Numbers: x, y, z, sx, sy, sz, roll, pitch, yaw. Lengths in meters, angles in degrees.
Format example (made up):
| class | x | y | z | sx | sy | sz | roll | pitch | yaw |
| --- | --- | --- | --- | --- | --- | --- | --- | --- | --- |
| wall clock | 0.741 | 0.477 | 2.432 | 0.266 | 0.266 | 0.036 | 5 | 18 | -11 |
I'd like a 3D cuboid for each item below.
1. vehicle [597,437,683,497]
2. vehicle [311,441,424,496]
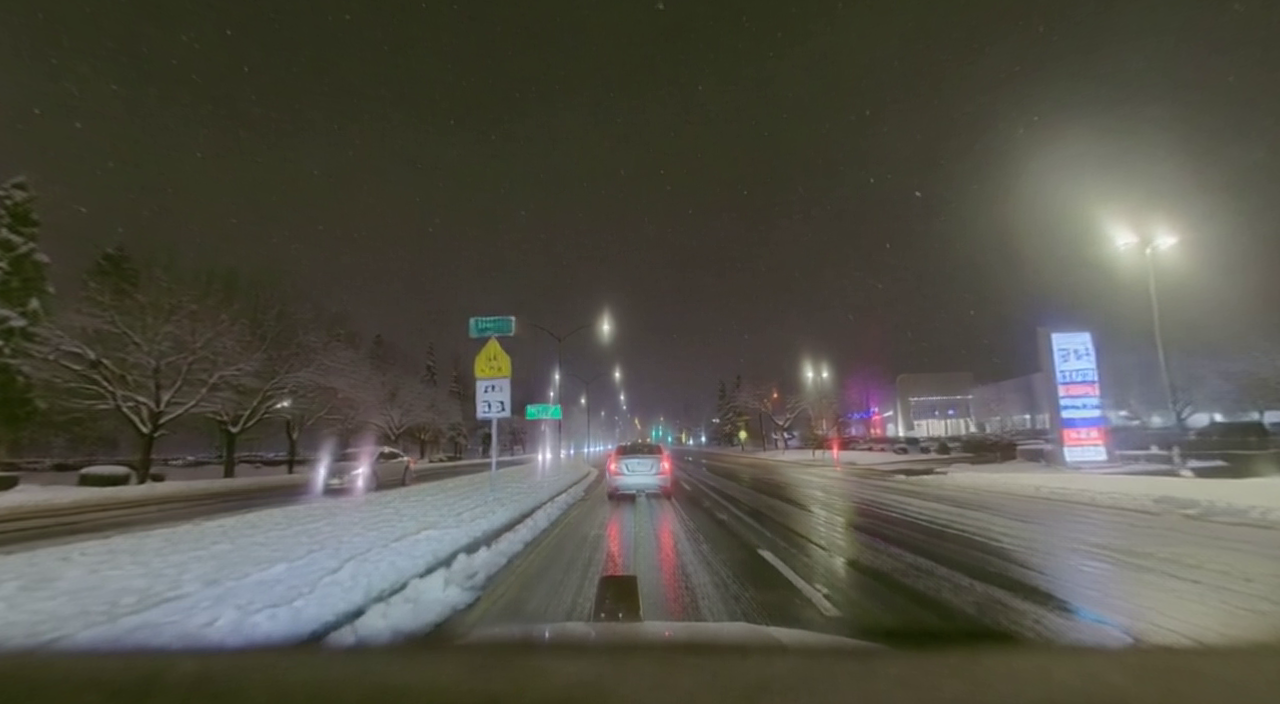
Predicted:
| class | x | y | z | sx | sy | sz | roll | pitch | yaw |
| --- | --- | --- | --- | --- | --- | --- | --- | --- | --- |
| vehicle | -0.042 | 3.138 | 17.581 | 2.126 | 1.475 | 3.967 | 0 | -8 | -1 |
| vehicle | -9.098 | 3.874 | 21.424 | 1.903 | 1.476 | 4.395 | -6 | -8 | -1 |
